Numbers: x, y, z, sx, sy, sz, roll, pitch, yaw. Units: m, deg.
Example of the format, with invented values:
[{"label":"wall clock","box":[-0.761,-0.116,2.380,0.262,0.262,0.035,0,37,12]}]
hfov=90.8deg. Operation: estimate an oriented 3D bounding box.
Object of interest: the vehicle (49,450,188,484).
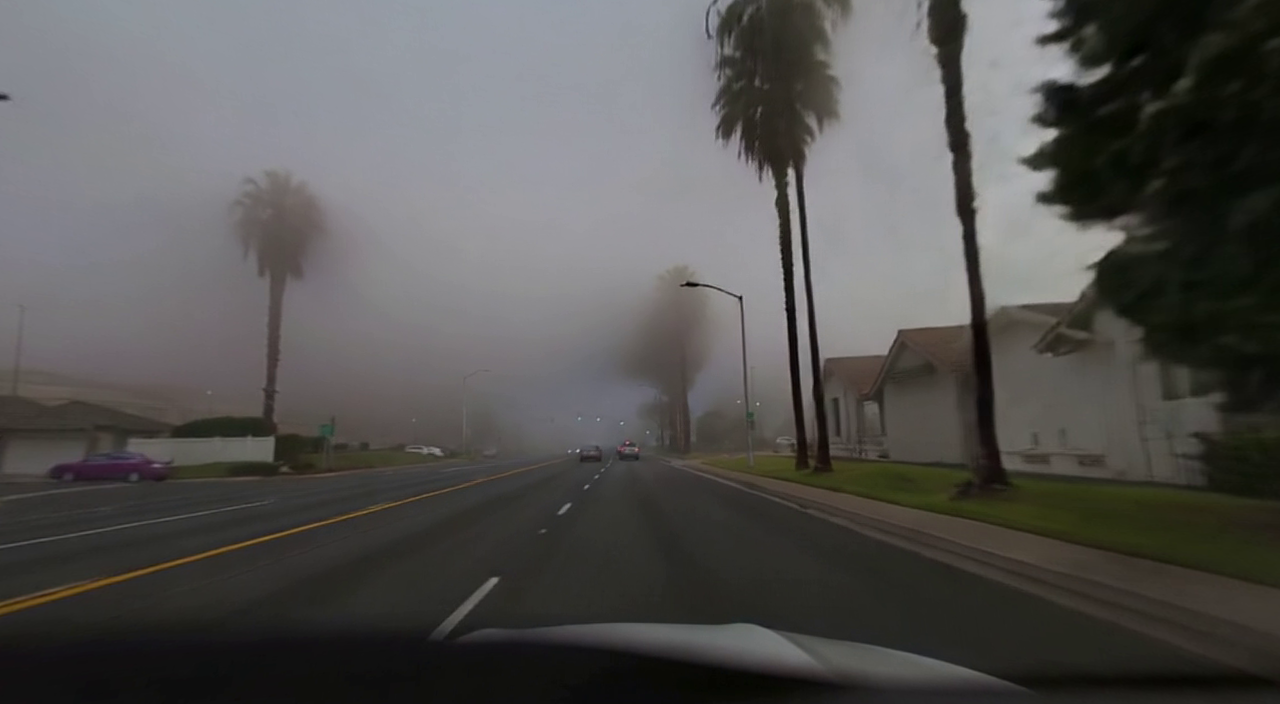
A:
[{"label":"vehicle","box":[-23.716,5.215,28.856,4.567,1.447,1.892,0,-9,-1]}]
